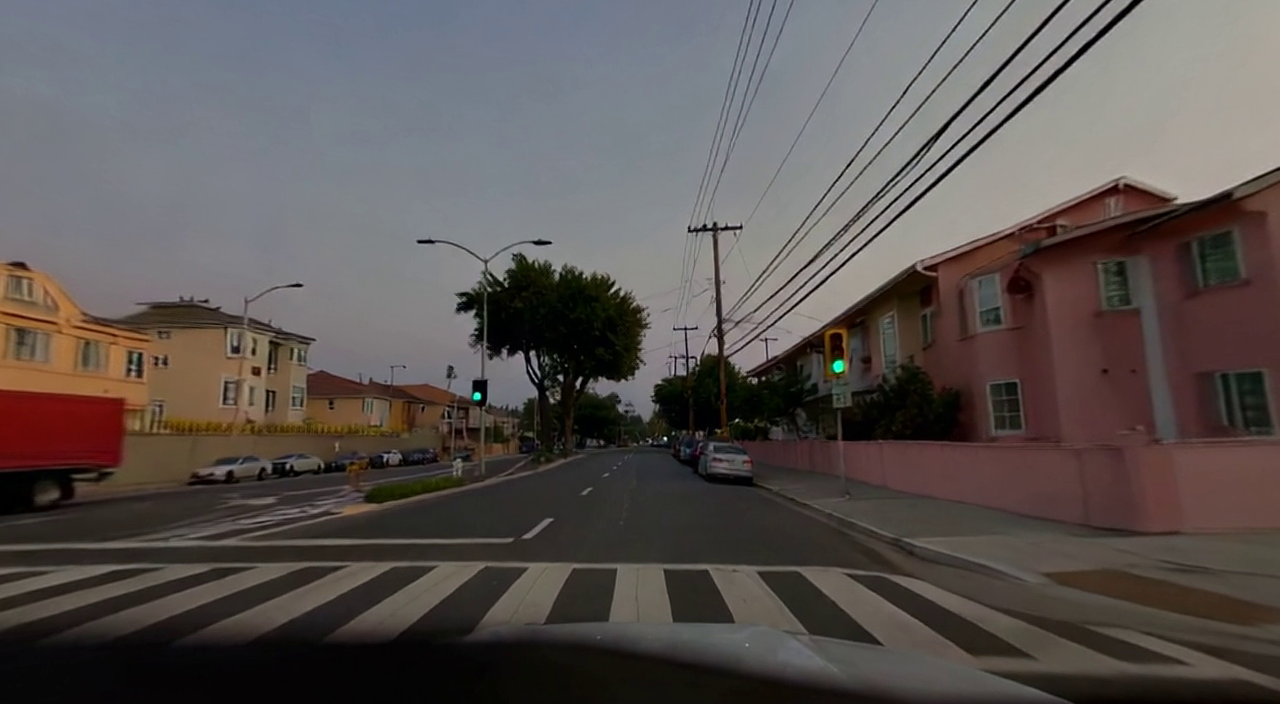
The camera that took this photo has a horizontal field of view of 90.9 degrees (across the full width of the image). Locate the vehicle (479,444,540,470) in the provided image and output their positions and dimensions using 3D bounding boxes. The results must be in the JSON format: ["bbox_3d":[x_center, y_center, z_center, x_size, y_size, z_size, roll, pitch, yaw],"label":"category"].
[{"bbox_3d":[-5.992,4.837,29.244,1.925,1.016,2.951,-1,-6,7],"label":"vehicle"}]

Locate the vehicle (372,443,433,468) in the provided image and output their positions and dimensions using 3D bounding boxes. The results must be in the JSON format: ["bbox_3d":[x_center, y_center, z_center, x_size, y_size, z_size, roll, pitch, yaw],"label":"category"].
[{"bbox_3d":[-15.479,6.771,41.377,1.985,1.515,4.792,-1,-9,2],"label":"vehicle"}]

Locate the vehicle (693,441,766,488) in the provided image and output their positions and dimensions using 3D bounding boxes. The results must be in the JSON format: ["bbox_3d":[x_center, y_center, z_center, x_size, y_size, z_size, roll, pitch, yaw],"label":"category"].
[{"bbox_3d":[3.112,4.028,22.927,1.986,1.491,4.500,0,-9,0],"label":"vehicle"}]

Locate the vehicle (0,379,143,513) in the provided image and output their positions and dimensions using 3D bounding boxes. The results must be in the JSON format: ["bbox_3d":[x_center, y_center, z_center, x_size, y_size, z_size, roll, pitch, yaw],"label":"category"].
[{"bbox_3d":[-16.282,2.161,14.482,2.979,3.071,7.978,0,-8,2],"label":"vehicle"}]

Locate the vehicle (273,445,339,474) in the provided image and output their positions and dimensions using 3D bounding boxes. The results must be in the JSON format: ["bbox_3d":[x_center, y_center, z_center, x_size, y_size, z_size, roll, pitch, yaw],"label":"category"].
[{"bbox_3d":[-18.710,6.018,35.494,1.652,1.478,3.682,0,-8,0],"label":"vehicle"}]

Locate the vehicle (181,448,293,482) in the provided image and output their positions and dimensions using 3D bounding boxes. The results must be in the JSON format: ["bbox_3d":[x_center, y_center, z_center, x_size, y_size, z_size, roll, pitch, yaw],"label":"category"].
[{"bbox_3d":[-18.969,5.309,29.956,2.060,1.484,4.726,-1,-8,2],"label":"vehicle"}]
